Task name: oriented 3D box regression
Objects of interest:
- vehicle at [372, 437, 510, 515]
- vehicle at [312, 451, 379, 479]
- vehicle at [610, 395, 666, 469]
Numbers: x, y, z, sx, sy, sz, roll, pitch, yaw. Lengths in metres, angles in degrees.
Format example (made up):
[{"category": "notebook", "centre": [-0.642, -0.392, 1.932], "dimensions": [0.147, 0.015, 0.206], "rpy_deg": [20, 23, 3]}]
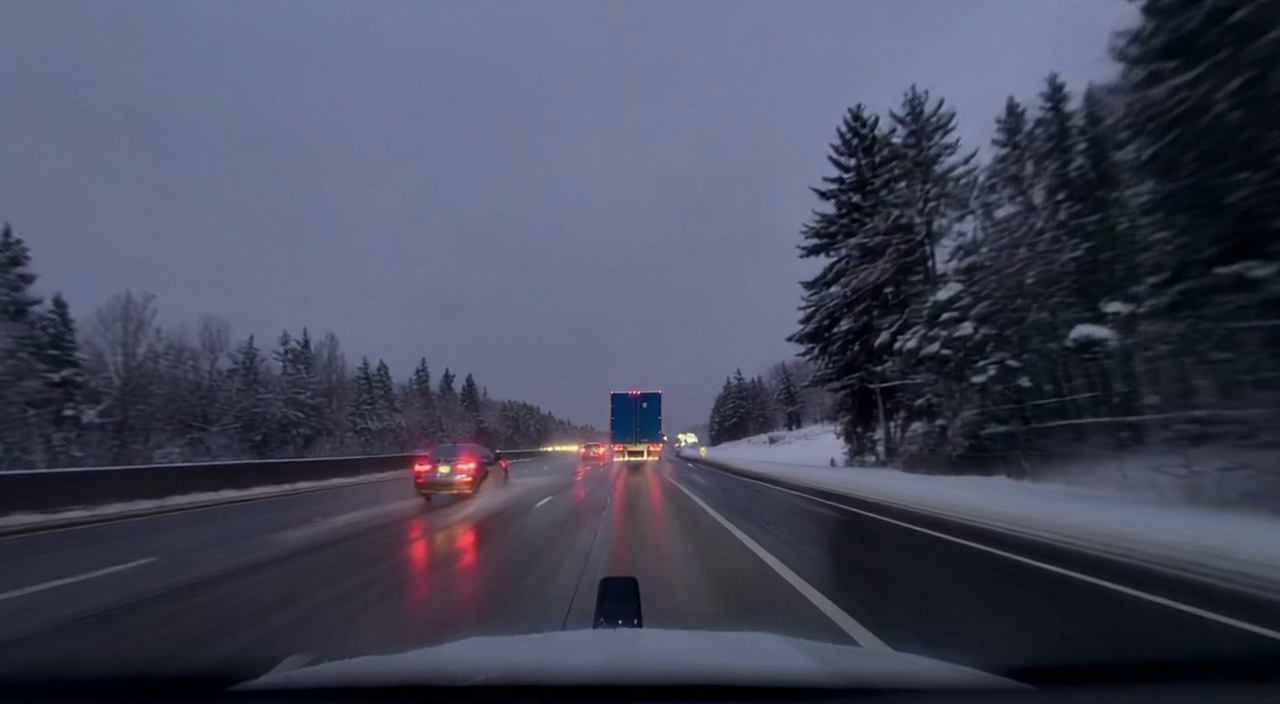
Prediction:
[{"category": "vehicle", "centre": [-4.330, 2.746, 14.317], "dimensions": [1.895, 1.500, 3.808], "rpy_deg": [0, -9, 0]}, {"category": "vehicle", "centre": [-17.286, 6.645, 37.069], "dimensions": [1.864, 1.503, 4.270], "rpy_deg": [0, -9, 0]}, {"category": "vehicle", "centre": [-0.166, 5.301, 40.384], "dimensions": [3.123, 4.094, 10.812], "rpy_deg": [0, -9, -1]}]
